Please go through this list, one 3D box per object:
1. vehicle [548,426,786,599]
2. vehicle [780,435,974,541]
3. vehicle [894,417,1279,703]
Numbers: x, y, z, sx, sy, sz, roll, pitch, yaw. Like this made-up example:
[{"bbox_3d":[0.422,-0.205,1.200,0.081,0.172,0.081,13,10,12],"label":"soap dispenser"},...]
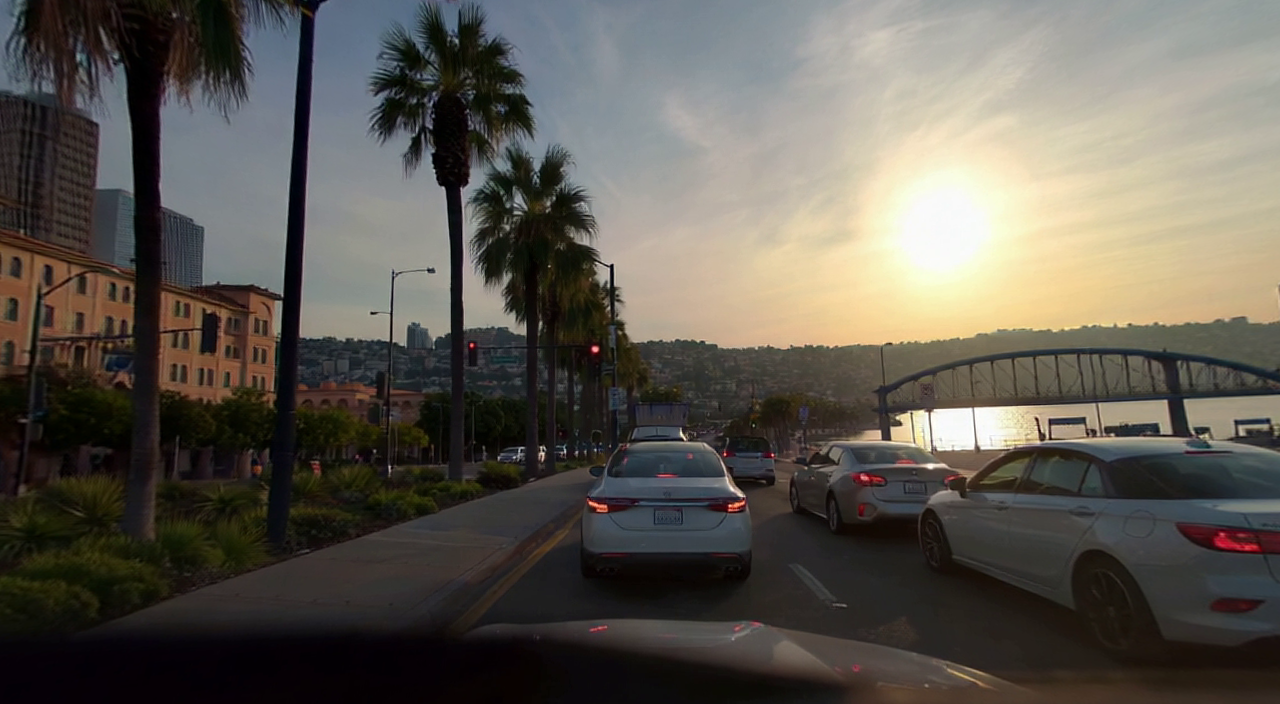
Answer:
[{"bbox_3d":[0.263,1.699,7.484,2.093,1.503,3.681,0,-9,1],"label":"vehicle"},{"bbox_3d":[3.889,2.288,11.321,1.920,1.490,4.417,-1,-9,2],"label":"vehicle"},{"bbox_3d":[3.911,1.363,5.089,1.913,1.469,4.425,0,-9,0],"label":"vehicle"}]
